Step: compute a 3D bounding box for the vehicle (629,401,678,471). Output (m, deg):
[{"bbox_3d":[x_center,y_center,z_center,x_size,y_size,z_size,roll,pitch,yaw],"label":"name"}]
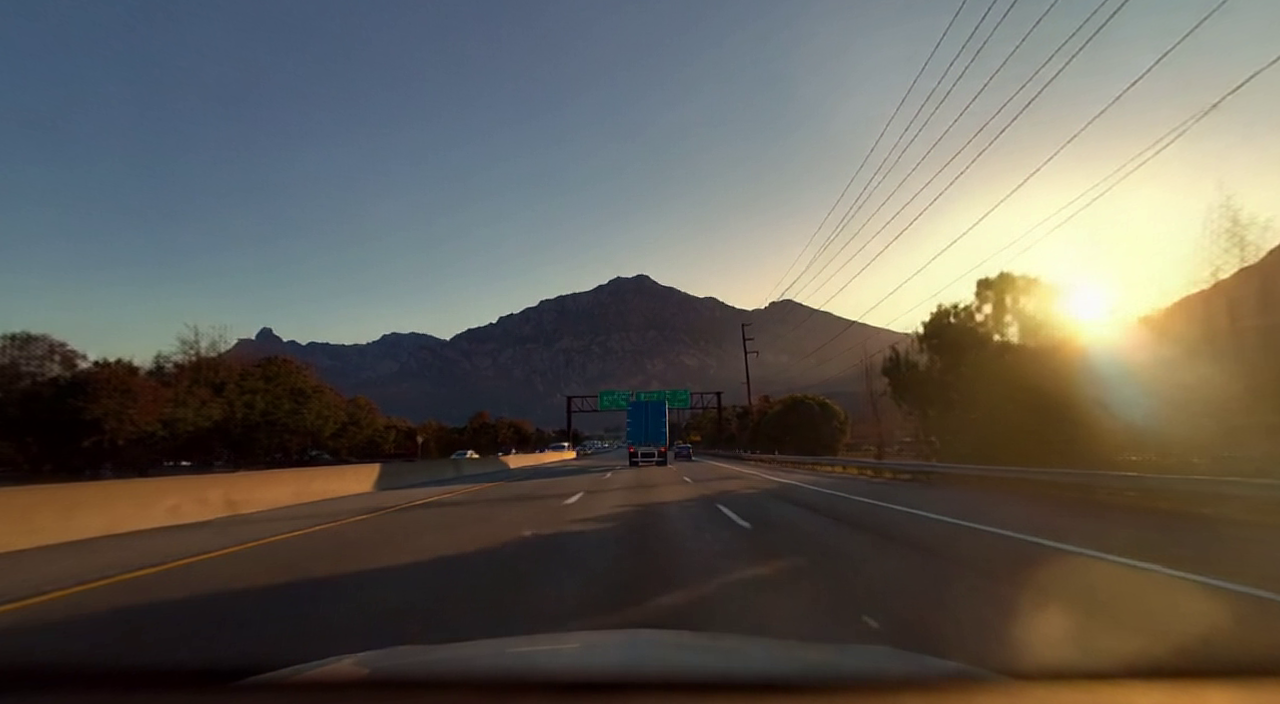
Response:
[{"bbox_3d":[0.734,5.829,43.280,2.919,4.101,11.541,0,-8,-1],"label":"vehicle"}]
